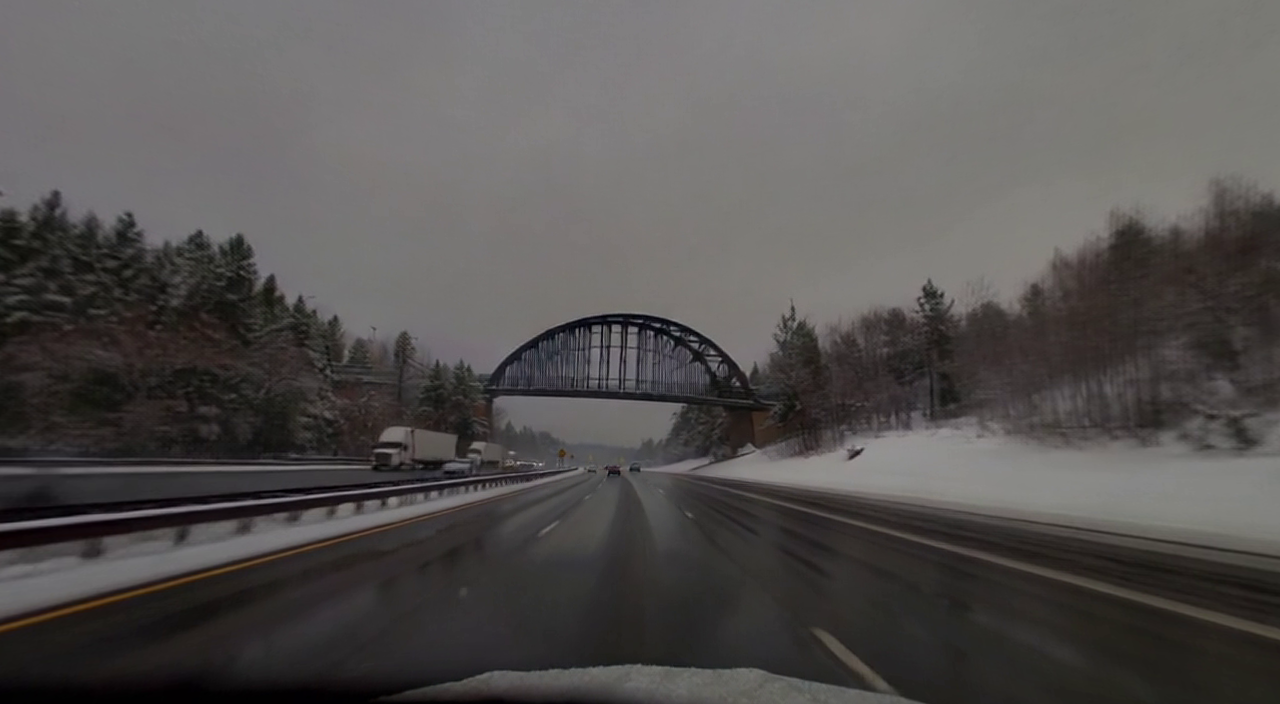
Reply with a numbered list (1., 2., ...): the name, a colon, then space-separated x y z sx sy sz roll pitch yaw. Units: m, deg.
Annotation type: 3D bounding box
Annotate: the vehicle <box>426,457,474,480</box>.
1. vehicle: -13.401 8.239 44.685 1.965 1.509 4.731 1 -10 -1
